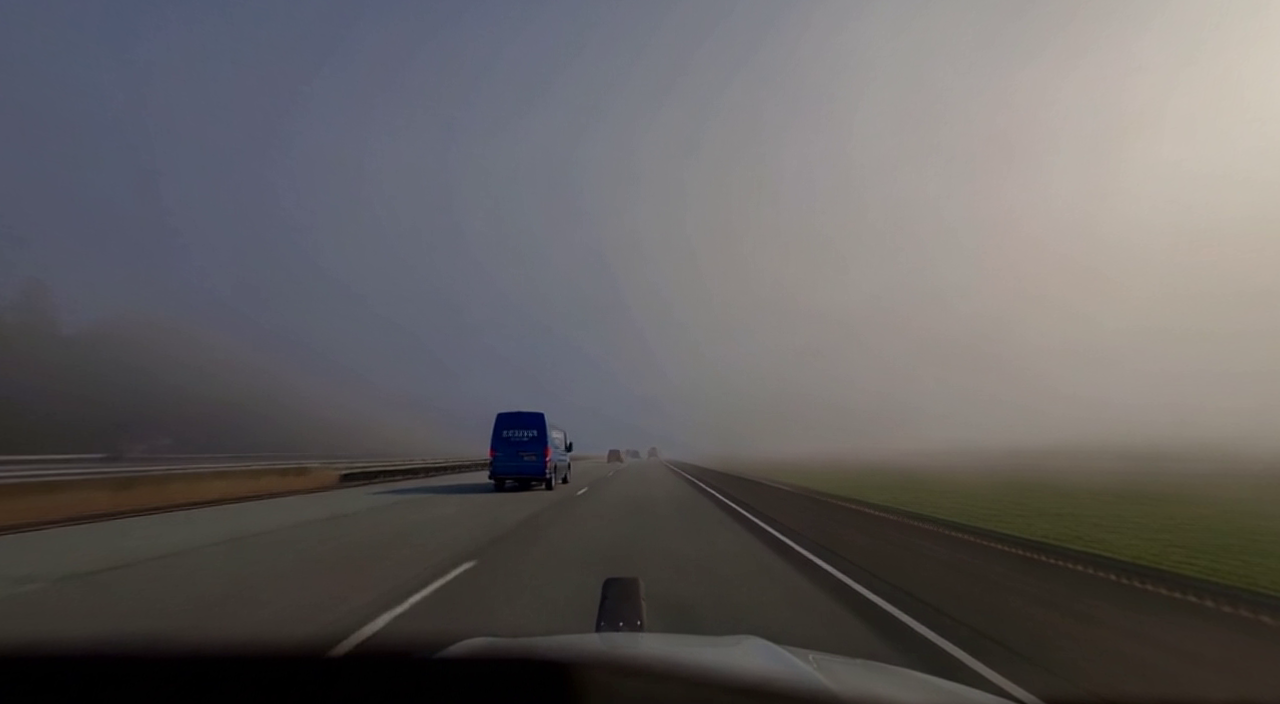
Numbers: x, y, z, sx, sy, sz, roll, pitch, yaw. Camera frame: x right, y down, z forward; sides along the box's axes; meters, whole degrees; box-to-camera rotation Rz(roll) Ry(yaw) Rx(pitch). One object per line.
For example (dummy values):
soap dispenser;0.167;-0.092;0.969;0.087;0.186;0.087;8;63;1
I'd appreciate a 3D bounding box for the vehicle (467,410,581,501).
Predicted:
vehicle;-3.307;3.118;19.248;2.360;2.367;5.223;0;-9;1
